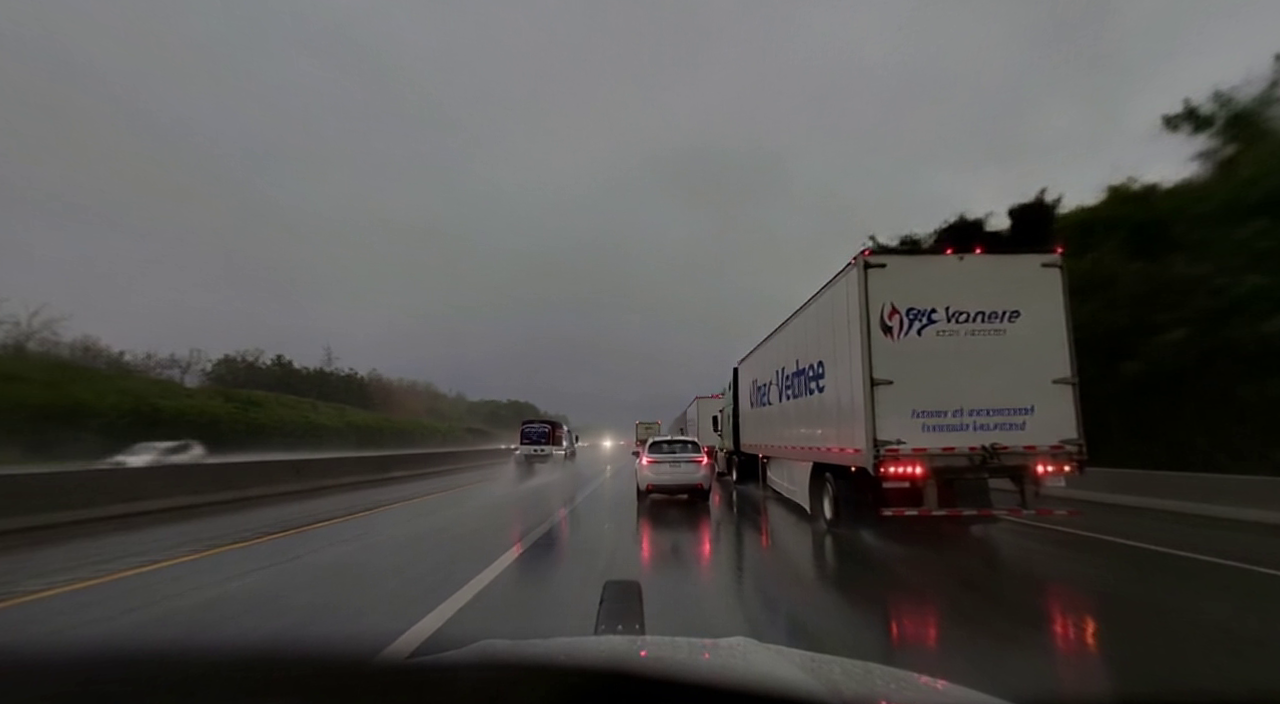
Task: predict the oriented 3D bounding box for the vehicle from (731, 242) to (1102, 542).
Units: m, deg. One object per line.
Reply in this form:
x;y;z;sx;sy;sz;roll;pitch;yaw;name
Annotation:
4.711;1.453;15.712;2.883;4.070;14.423;0;-8;1;vehicle

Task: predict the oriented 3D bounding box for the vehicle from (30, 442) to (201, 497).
-15.222;3.378;18.592;1.836;1.429;3.652;0;-8;1;vehicle

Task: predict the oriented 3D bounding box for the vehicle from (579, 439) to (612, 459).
-3.452;7.650;49.856;2.181;1.538;4.169;0;-8;1;vehicle

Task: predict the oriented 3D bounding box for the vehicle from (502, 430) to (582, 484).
-3.334;3.659;22.382;2.006;1.729;4.447;0;-8;1;vehicle

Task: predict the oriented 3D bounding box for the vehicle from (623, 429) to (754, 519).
0.813;2.359;12.832;2.200;1.495;4.282;0;-8;0;vehicle
